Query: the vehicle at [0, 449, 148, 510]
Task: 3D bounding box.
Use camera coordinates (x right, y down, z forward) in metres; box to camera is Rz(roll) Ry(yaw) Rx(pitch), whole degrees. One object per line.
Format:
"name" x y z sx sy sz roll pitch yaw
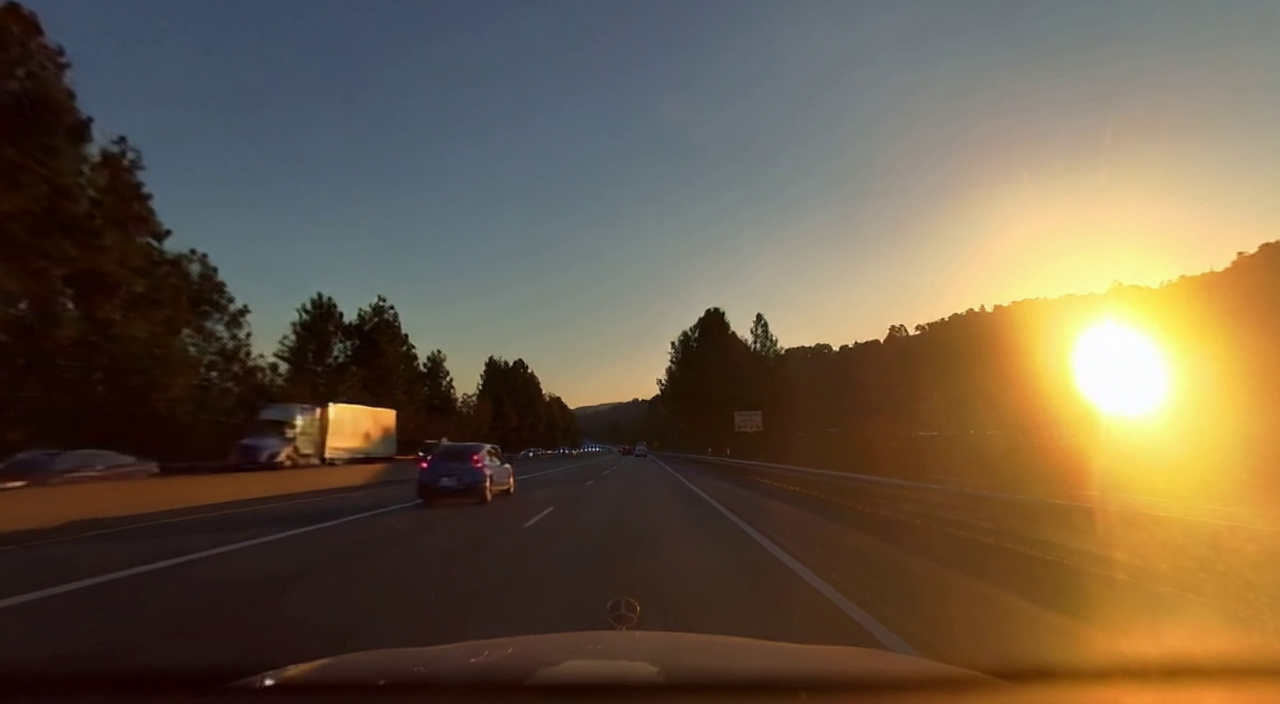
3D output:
"vehicle" -16.560 3.502 17.730 1.907 1.503 4.063 0 -9 1

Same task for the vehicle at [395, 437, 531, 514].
"vehicle" -3.870 2.761 14.473 1.933 1.497 3.973 0 -9 1

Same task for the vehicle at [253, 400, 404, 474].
"vehicle" -19.687 5.705 41.336 2.892 4.074 13.567 0 -9 0
